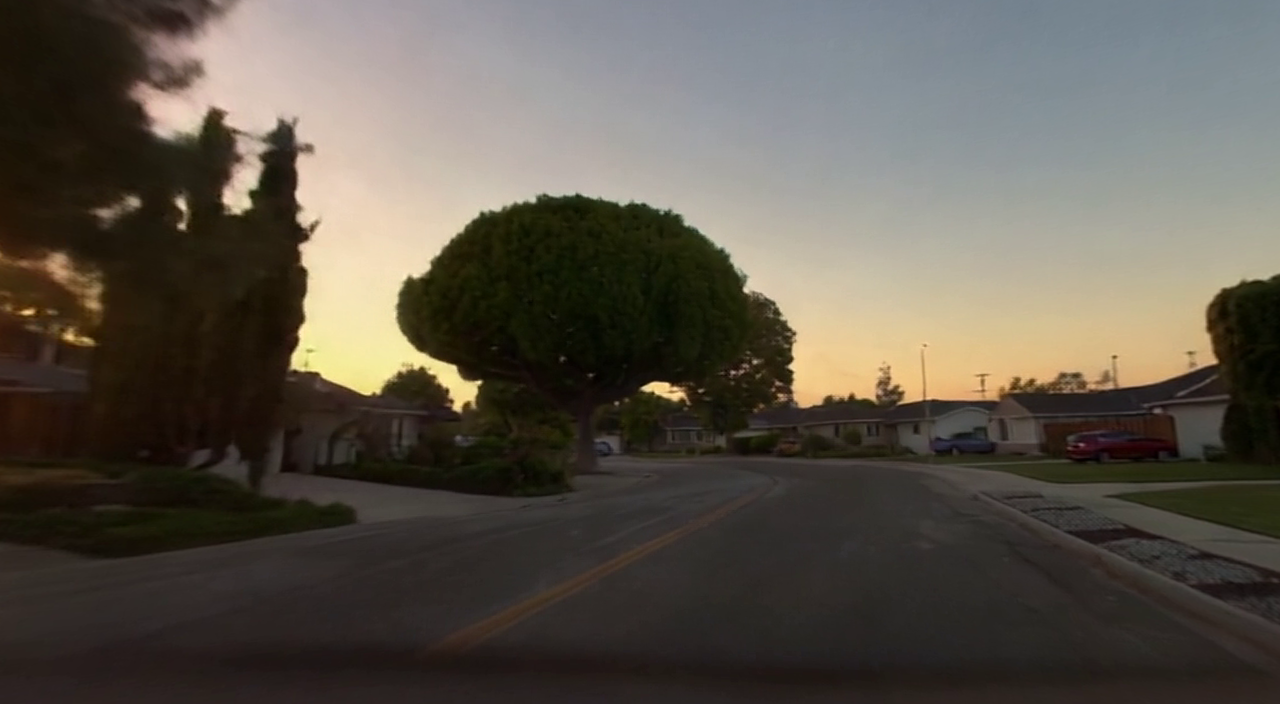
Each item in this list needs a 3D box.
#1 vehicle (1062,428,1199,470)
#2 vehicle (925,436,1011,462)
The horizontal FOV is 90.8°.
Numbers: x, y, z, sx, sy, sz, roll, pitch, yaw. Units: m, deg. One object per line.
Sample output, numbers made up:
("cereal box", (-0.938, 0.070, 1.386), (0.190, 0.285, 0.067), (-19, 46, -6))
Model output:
("vehicle", (22.045, 4.416, 28.606), (4.327, 1.573, 1.967), (-7, -11, 19))
("vehicle", (22.640, 6.689, 43.678), (4.799, 1.451, 2.144), (-1, -8, -11))
